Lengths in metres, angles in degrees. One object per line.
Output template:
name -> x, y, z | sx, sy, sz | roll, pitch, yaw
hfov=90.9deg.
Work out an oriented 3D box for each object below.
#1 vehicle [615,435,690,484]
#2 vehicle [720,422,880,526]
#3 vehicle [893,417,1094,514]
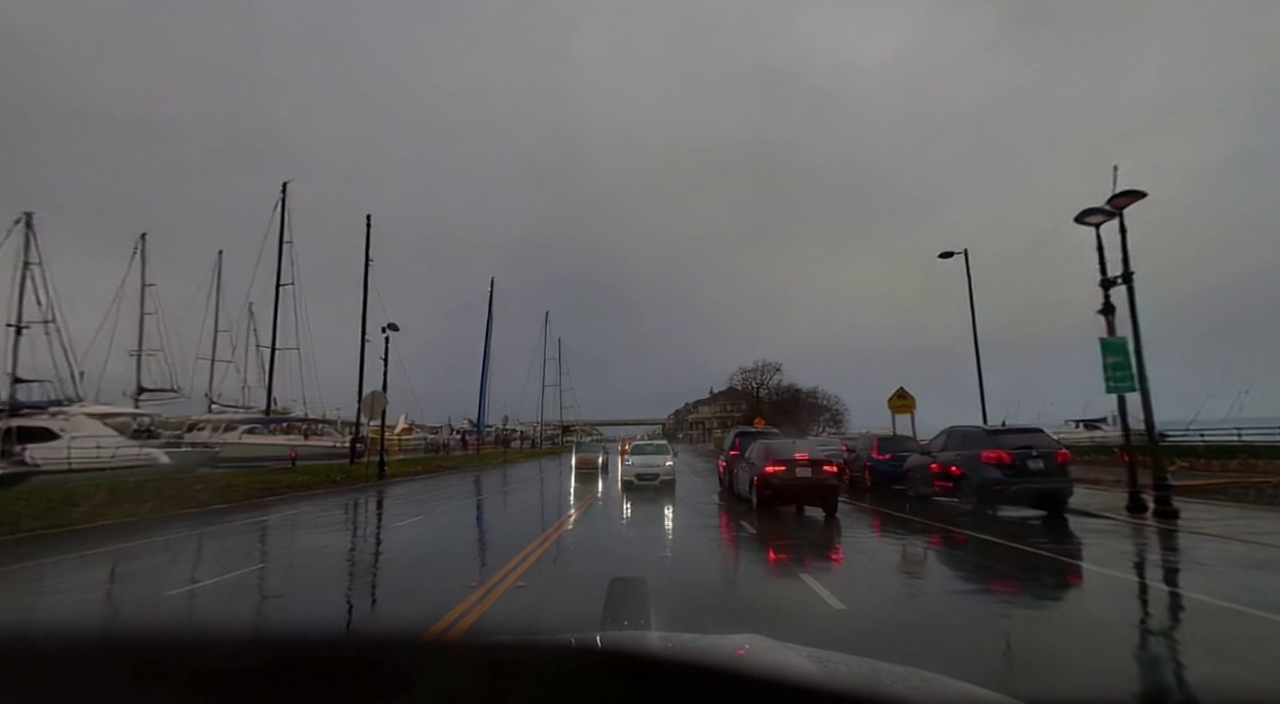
vehicle -> 0.441, 3.628, 21.489 | 2.284, 1.496, 3.949 | -1, -9, 2
vehicle -> 2.826, 2.258, 12.168 | 2.047, 1.640, 4.051 | -1, -9, 1
vehicle -> 7.798, 2.550, 14.574 | 1.969, 1.852, 4.514 | 0, -9, -1
